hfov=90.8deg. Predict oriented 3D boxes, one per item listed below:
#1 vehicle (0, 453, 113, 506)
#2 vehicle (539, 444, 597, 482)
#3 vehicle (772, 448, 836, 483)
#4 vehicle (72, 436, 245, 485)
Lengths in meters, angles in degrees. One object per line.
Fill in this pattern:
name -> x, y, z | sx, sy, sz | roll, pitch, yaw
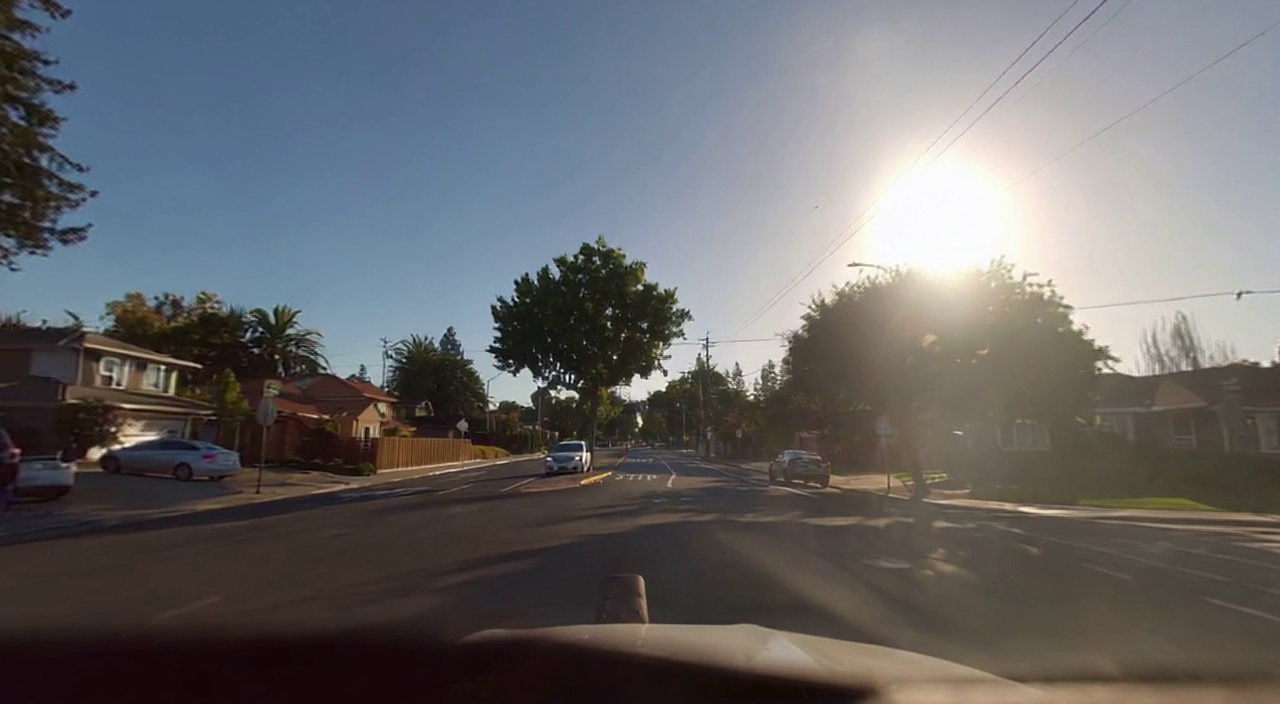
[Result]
vehicle -> -17.751, 3.486, 17.509 | 4.581, 1.337, 1.954 | -1, -9, 3
vehicle -> -2.995, 4.715, 27.023 | 2.014, 1.499, 3.999 | 0, -9, 0
vehicle -> 8.039, 5.579, 31.364 | 2.029, 1.554, 4.705 | 0, -9, 2
vehicle -> -17.910, 4.045, 23.692 | 4.743, 1.734, 1.994 | 0, -9, -1
